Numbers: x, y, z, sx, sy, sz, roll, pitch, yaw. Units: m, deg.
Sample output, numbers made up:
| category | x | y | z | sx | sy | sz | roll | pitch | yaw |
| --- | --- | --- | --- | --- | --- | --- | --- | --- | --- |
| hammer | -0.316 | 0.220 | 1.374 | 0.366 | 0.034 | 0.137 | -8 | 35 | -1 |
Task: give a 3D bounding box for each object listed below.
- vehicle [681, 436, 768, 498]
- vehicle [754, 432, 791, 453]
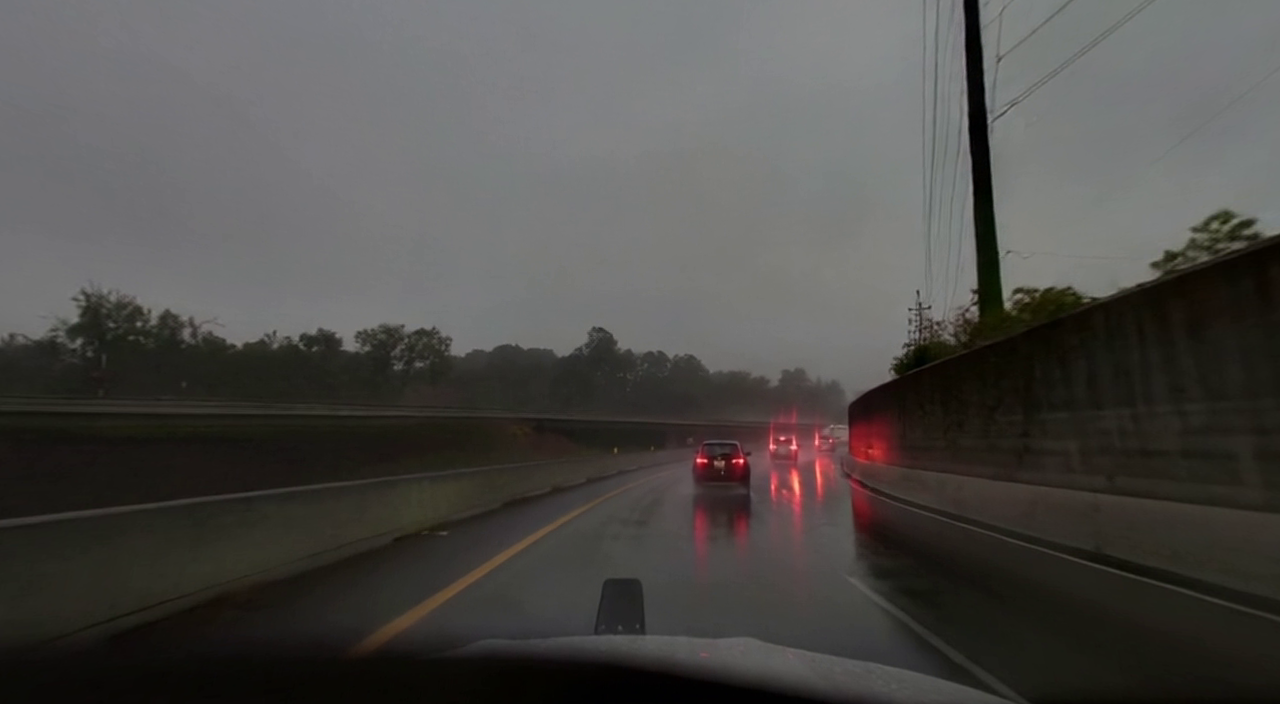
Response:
| category | x | y | z | sx | sy | sz | roll | pitch | yaw |
| --- | --- | --- | --- | --- | --- | --- | --- | --- | --- |
| vehicle | 2.311 | 3.116 | 17.518 | 2.091 | 1.482 | 4.321 | -1 | -9 | 7 |
| vehicle | 9.992 | 6.800 | 47.371 | 1.931 | 1.485 | 4.191 | -4 | -9 | 22 |
